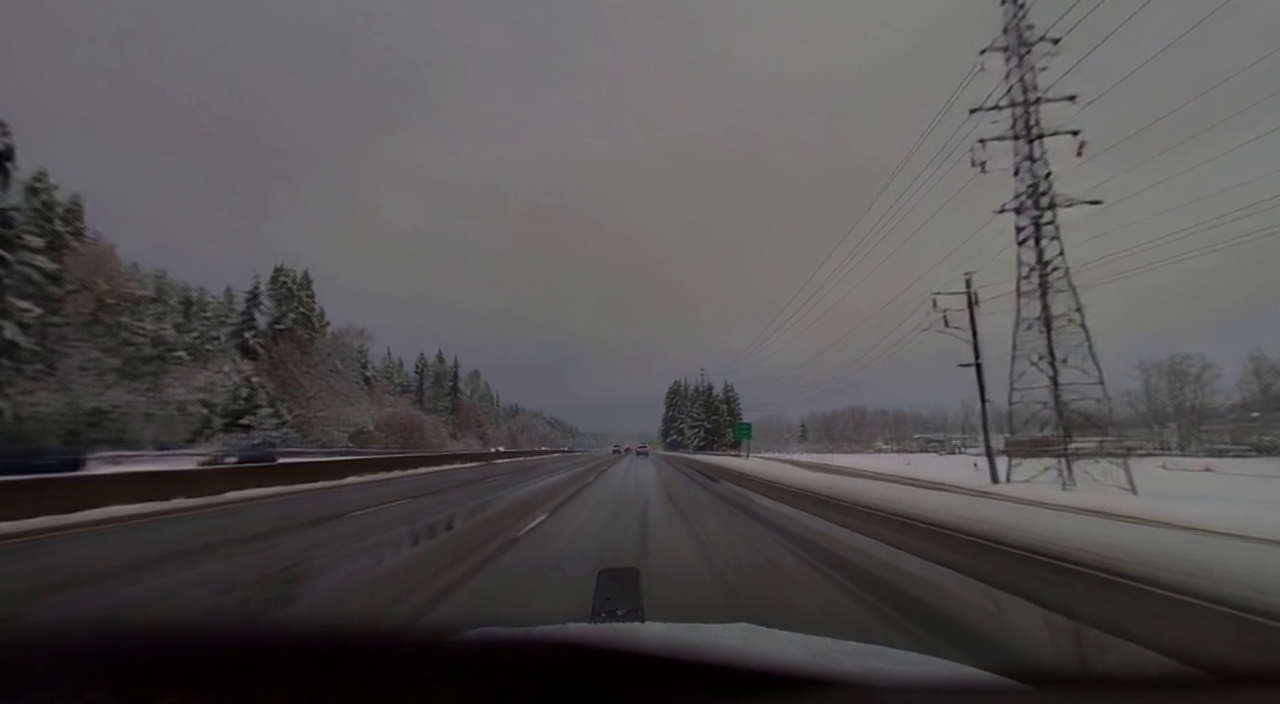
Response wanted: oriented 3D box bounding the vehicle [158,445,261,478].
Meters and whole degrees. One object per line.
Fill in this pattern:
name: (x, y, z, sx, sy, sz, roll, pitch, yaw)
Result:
vehicle: (-21.646, 5.495, 32.050, 1.897, 1.485, 4.769, 0, -8, 0)
